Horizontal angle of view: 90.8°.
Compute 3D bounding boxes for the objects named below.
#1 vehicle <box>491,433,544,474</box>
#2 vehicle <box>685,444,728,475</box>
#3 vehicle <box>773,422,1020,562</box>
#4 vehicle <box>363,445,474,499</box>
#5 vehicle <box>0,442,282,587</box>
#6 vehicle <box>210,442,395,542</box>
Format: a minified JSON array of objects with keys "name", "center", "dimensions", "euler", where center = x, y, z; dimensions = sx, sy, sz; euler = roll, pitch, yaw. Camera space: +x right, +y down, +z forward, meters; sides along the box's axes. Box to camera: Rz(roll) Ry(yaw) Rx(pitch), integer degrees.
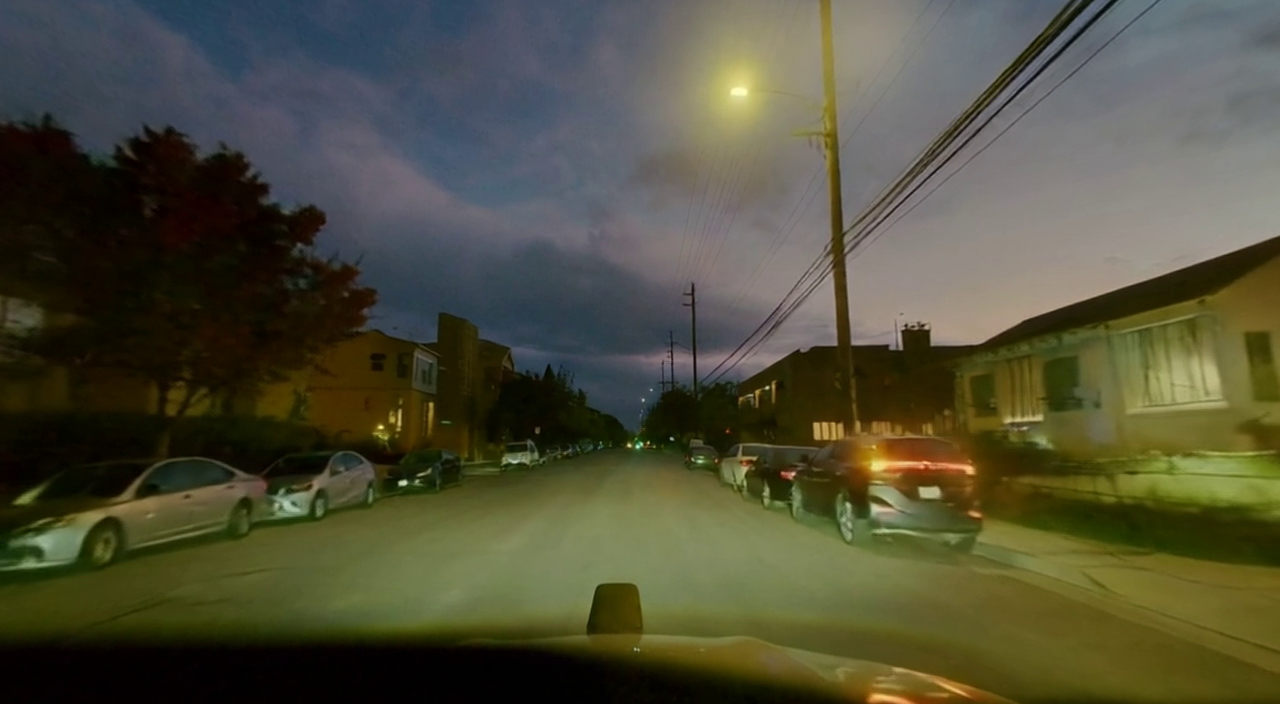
[{"name":"vehicle","center":[-7.694,6.404,40.295],"dimensions":[2.351,2.251,5.856],"euler":[-2,-8,-2]},{"name":"vehicle","center":[3.684,6.025,35.746],"dimensions":[1.925,1.634,4.419],"euler":[0,-8,0]},{"name":"vehicle","center":[3.640,2.069,10.124],"dimensions":[2.095,1.694,4.592],"euler":[0,-9,1]},{"name":"vehicle","center":[-7.523,4.069,22.028],"dimensions":[2.145,1.488,4.646],"euler":[-3,-7,1]},{"name":"vehicle","center":[-7.810,2.311,9.730],"dimensions":[1.917,1.618,4.825],"euler":[-2,-10,-2]},{"name":"vehicle","center":[-7.663,3.115,14.961],"dimensions":[1.981,1.651,4.683],"euler":[-5,-6,-3]}]
